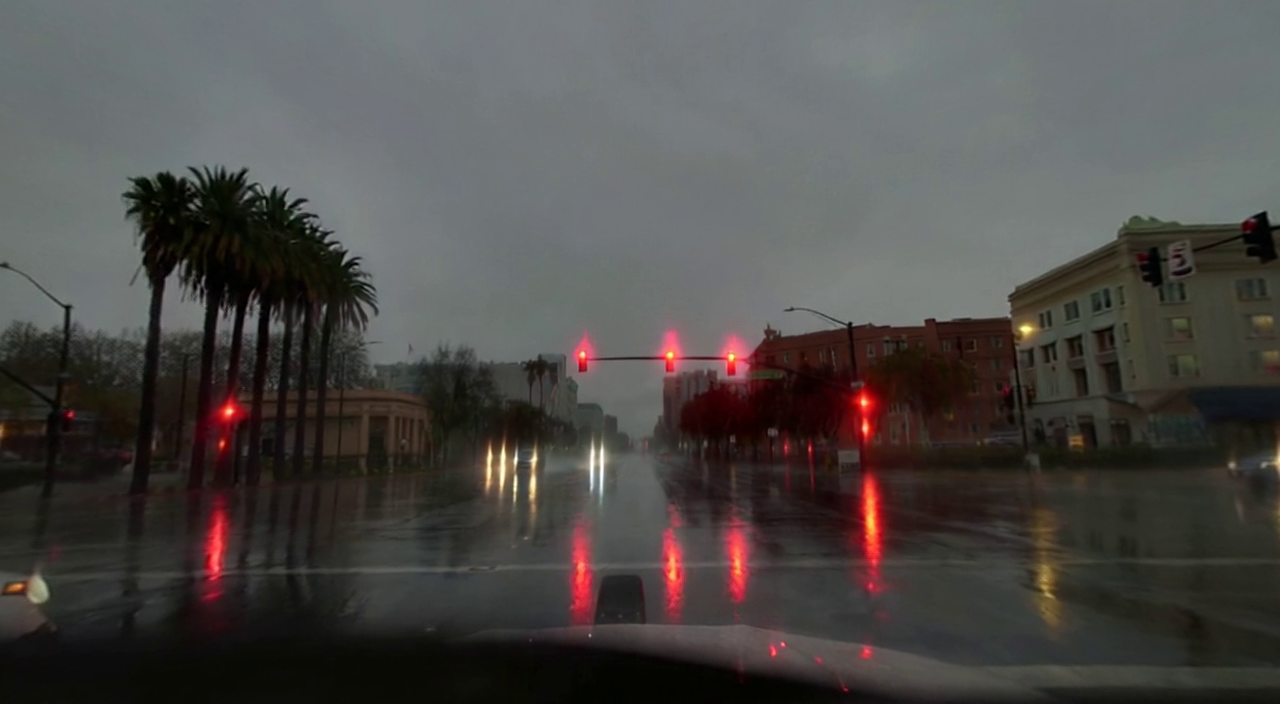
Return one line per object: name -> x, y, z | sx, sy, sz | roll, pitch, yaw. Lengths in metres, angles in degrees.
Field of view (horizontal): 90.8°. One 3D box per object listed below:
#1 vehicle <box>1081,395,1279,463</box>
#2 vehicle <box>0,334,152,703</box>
vehicle -> 32.583, 4.852, 39.008 | 2.863, 3.609, 10.252 | 0, -8, -3
vehicle -> -3.364, 0.535, 0.615 | 2.026, 1.723, 4.832 | 0, -9, -2
